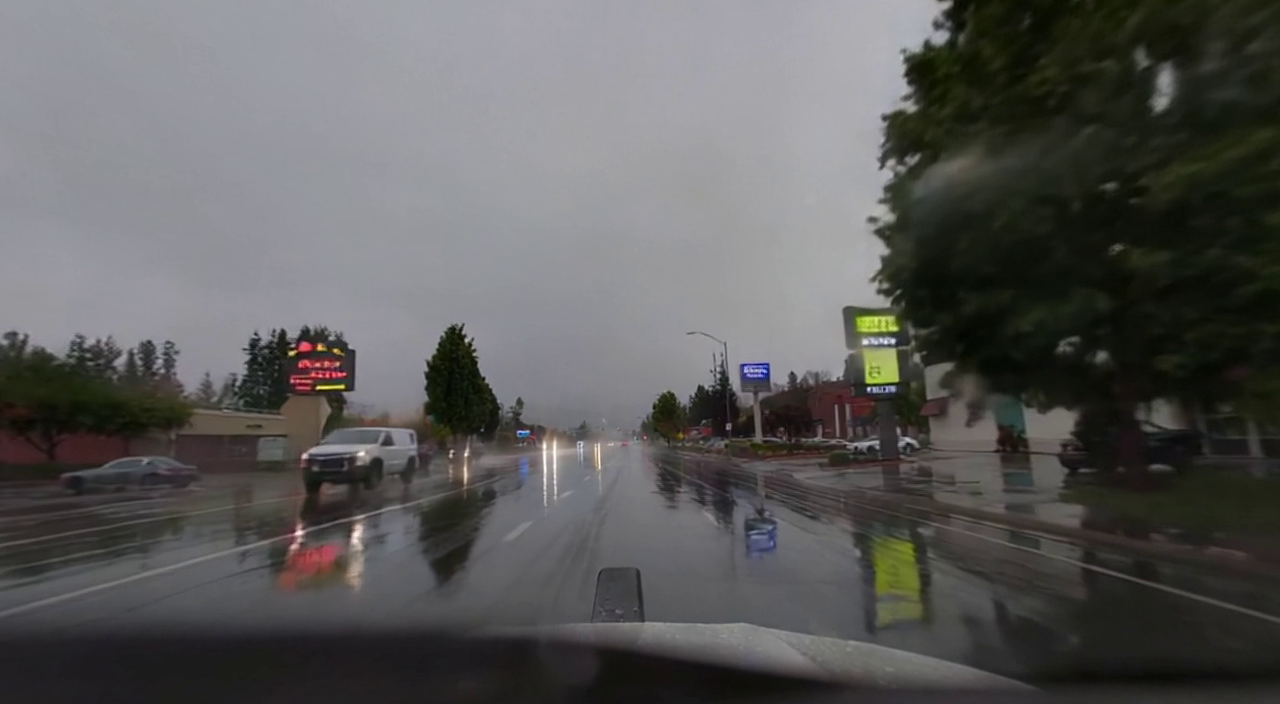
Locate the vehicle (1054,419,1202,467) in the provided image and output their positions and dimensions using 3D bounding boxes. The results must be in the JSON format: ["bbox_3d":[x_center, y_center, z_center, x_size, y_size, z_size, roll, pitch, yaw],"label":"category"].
[{"bbox_3d":[16.801,3.132,21.760,4.647,1.514,1.891,4,-9,-23],"label":"vehicle"}]

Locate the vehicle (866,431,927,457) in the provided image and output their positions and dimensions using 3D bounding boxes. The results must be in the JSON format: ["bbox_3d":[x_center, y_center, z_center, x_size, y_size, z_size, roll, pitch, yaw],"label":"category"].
[{"bbox_3d":[16.905,6.078,41.541,4.277,1.605,1.920,7,-11,-41],"label":"vehicle"}]

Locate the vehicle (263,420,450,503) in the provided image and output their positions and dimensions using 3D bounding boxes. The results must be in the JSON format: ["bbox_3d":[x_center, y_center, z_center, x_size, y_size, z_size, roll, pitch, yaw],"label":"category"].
[{"bbox_3d":[-7.457,2.982,17.678,2.452,1.905,6.188,0,-8,-1],"label":"vehicle"}]

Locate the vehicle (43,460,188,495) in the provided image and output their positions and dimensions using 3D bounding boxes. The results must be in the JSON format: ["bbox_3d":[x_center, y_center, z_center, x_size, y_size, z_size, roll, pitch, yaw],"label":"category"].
[{"bbox_3d":[-23.037,5.505,27.888,4.578,1.448,1.904,0,-8,-2],"label":"vehicle"}]
